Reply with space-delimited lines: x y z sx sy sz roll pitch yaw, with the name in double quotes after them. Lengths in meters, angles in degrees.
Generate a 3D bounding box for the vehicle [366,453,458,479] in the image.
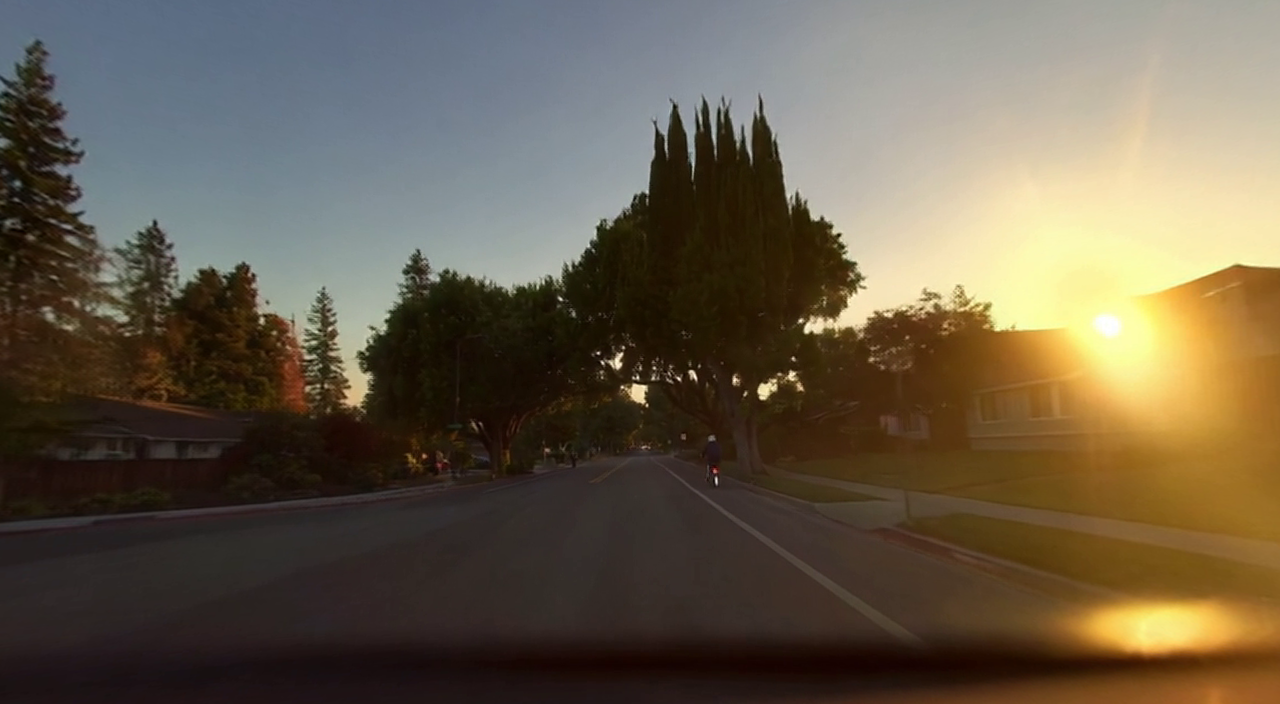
-13.385 6.735 37.360 4.717 1.465 1.887 0 -9 -4 "vehicle"
